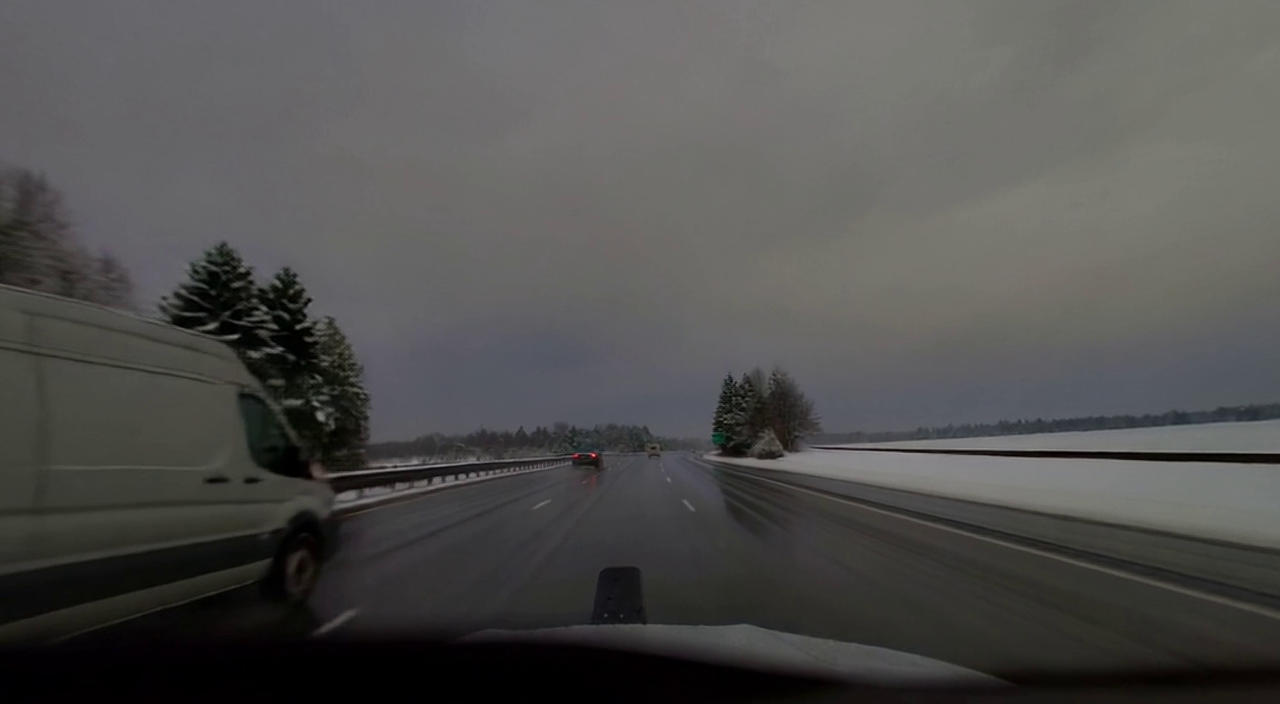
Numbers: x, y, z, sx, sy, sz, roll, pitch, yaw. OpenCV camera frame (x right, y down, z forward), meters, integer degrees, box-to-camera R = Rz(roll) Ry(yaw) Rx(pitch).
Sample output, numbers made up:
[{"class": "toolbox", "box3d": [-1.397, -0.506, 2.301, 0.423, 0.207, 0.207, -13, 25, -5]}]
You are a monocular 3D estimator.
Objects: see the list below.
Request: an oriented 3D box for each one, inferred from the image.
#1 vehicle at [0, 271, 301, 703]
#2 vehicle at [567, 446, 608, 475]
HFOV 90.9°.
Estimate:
[{"class": "vehicle", "box3d": [-3.842, 0.646, 2.435, 2.219, 2.033, 4.911, 0, -9, 1]}, {"class": "vehicle", "box3d": [-2.993, 6.307, 36.833, 1.959, 1.571, 4.313, 0, -9, 1]}]
